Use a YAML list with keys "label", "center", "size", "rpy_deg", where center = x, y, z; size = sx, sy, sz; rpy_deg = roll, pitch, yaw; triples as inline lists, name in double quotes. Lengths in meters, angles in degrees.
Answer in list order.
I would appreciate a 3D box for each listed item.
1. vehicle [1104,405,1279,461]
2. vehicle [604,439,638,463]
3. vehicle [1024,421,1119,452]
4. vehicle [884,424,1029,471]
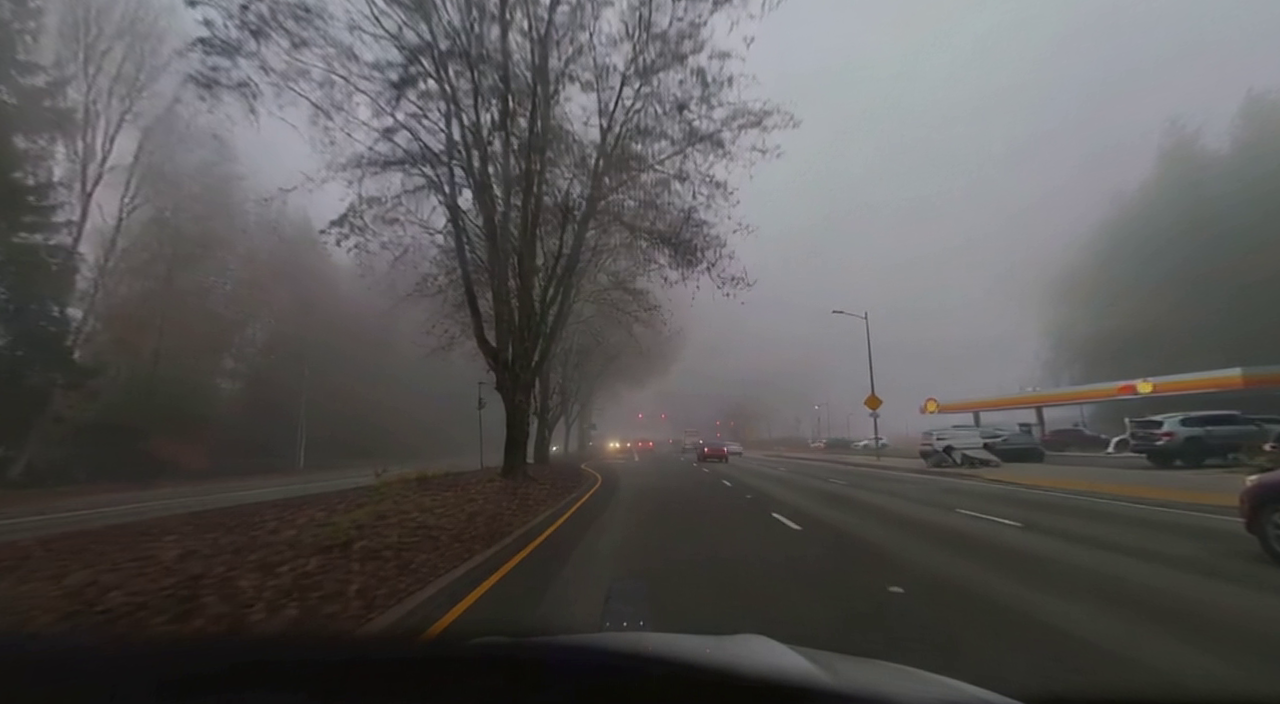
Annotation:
- label: "vehicle"
  center: [21.583, 3.141, 24.048]
  size: [5.770, 1.976, 2.347]
  rpy_deg: [-5, -10, 26]
- label: "vehicle"
  center: [-1.294, 6.447, 41.218]
  size: [2.032, 1.461, 4.173]
  rpy_deg: [0, -9, -5]
- label: "vehicle"
  center: [24.732, 4.892, 36.303]
  size: [4.079, 1.632, 1.961]
  rpy_deg: [-4, -10, 22]
- label: "vehicle"
  center: [12.906, 3.970, 26.136]
  size: [4.960, 1.802, 2.068]
  rpy_deg: [-3, -9, 17]
